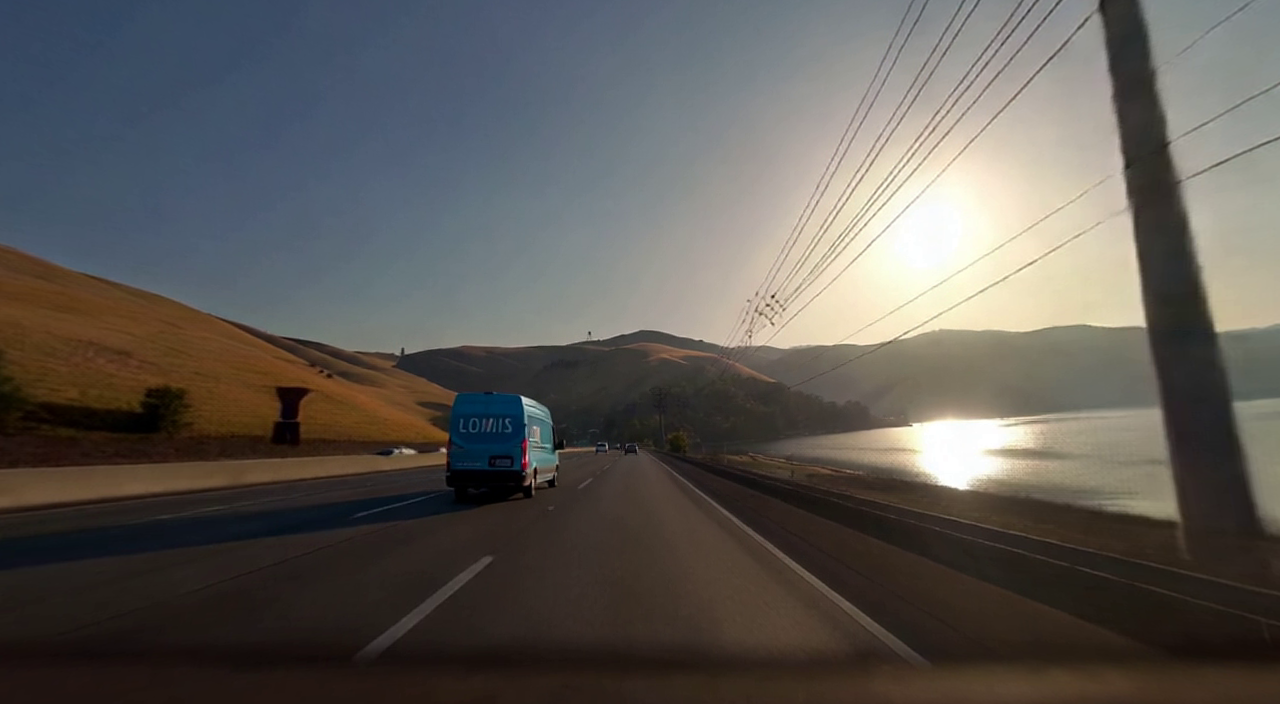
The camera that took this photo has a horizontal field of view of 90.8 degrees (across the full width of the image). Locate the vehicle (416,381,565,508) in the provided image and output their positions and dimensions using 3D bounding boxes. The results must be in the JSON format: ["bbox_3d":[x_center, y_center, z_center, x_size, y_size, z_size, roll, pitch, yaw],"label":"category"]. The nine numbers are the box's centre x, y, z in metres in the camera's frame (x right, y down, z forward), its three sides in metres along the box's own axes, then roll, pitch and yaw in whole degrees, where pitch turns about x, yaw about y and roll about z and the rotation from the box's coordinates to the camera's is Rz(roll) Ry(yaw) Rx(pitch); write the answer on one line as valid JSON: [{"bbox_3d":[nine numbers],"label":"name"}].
[{"bbox_3d":[-3.632,2.480,17.051,2.331,2.757,6.581,0,-8,1],"label":"vehicle"}]
